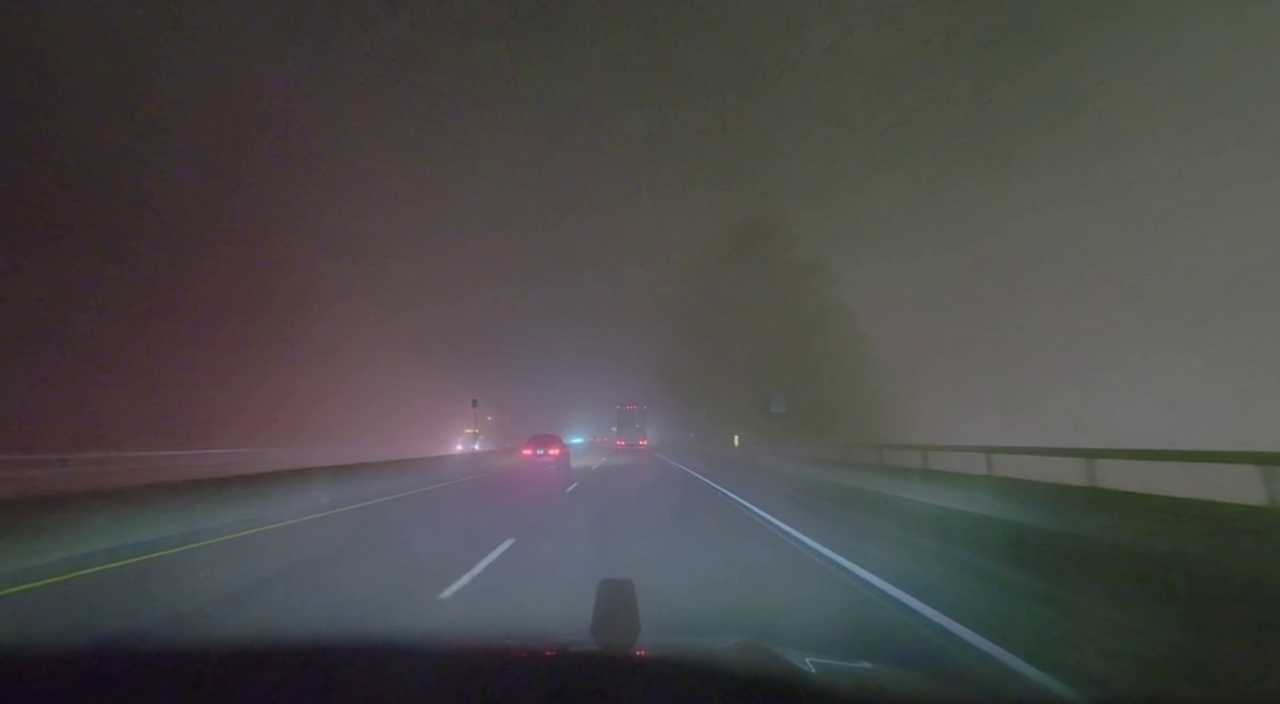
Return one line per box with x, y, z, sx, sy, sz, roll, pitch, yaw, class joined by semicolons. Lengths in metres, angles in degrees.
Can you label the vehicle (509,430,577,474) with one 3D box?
-3.863;4.078;26.067;2.123;1.655;4.688;0;-8;-1;vehicle
